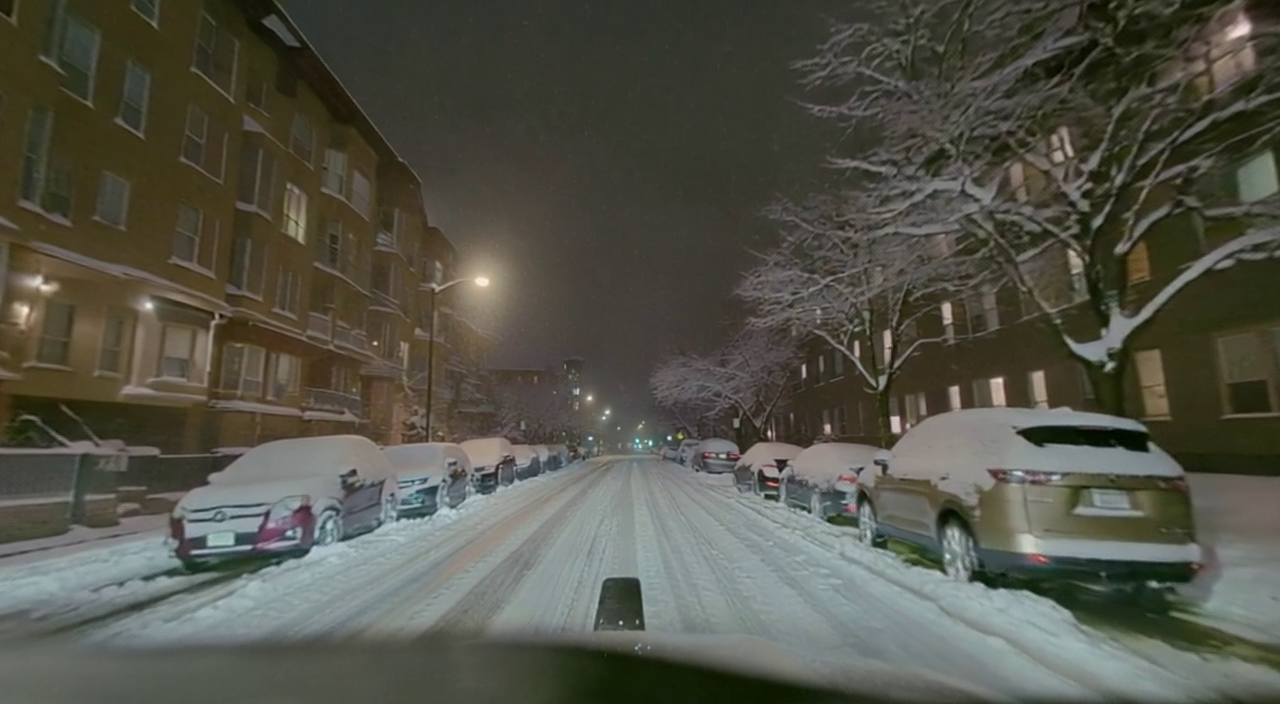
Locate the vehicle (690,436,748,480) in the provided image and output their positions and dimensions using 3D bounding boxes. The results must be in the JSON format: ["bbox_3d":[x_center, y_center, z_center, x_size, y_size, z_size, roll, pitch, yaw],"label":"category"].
[{"bbox_3d":[3.481,4.762,28.747,1.912,1.781,5.159,0,-8,-1],"label":"vehicle"}]

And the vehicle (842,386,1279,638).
[{"bbox_3d":[3.881,1.512,7.045,1.911,1.835,4.599,0,-8,3],"label":"vehicle"}]

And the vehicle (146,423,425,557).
[{"bbox_3d":[-5.141,2.003,9.923,2.274,1.679,3.639,0,-8,-1],"label":"vehicle"}]
